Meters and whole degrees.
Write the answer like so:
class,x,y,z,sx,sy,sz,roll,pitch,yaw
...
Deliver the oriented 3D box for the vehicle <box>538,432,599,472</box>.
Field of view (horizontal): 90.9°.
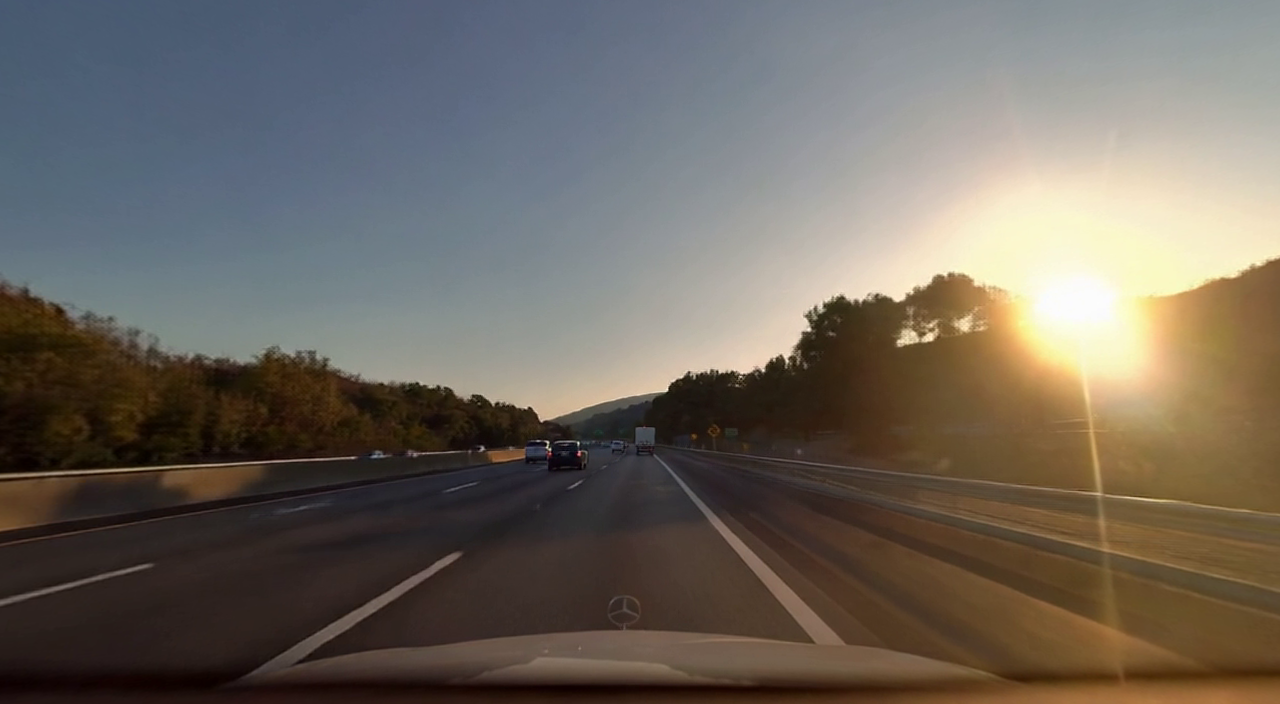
class,x,y,z,sx,sy,sz,roll,pitch,yaw
vehicle,-3.376,4.853,30.826,2.283,1.802,4.810,0,-8,1
